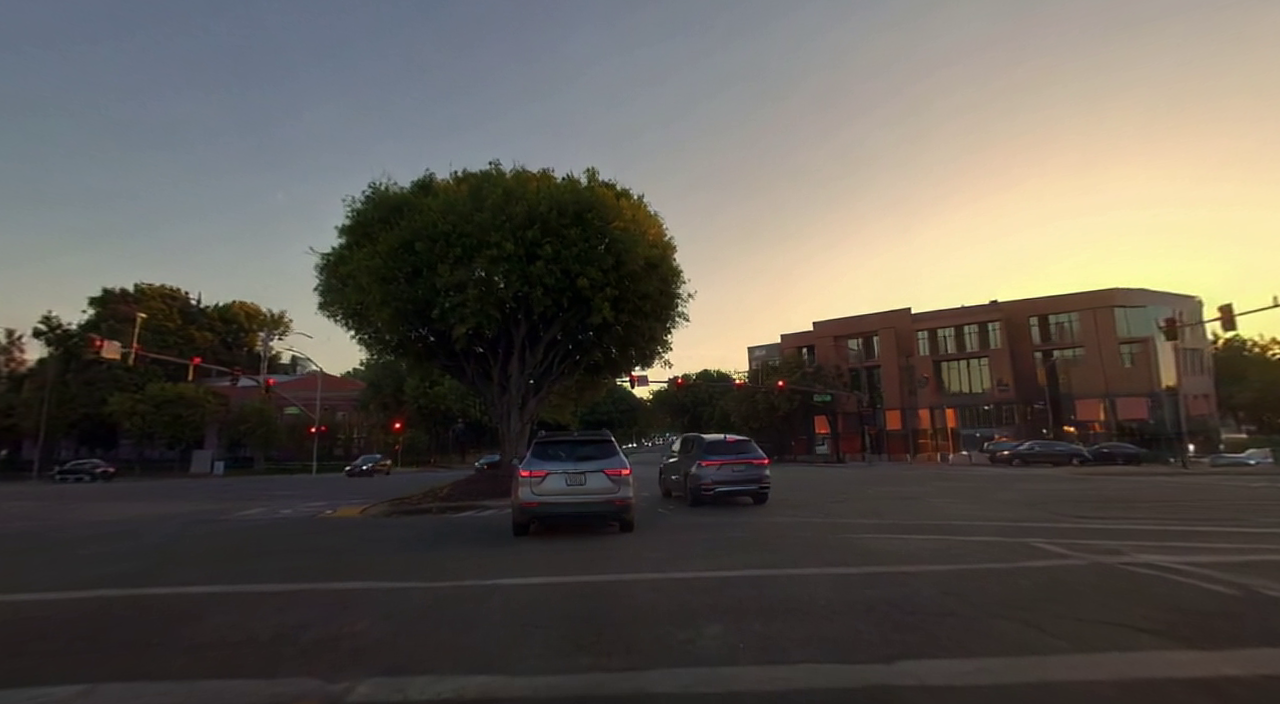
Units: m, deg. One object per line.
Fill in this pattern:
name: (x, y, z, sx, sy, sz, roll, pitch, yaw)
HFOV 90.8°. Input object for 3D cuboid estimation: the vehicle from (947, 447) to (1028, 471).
vehicle: (25.051, 7.697, 45.601, 4.587, 1.634, 2.078, 0, -9, 0)

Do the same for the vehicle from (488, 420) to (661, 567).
vehicle: (-1.043, 1.979, 9.624, 2.039, 1.698, 4.144, 1, -9, -8)

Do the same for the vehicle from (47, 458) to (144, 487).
vehicle: (-33.946, 7.484, 39.411, 4.318, 1.712, 2.188, -2, -9, 10)

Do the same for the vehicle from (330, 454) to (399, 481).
vehicle: (-17.614, 7.378, 40.441, 3.771, 1.593, 1.789, -3, -9, 20)

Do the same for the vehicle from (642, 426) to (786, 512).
vehicle: (1.617, 2.821, 15.766, 2.228, 1.798, 4.370, 2, -9, -12)

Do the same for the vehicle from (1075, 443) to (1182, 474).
vehicle: (27.524, 6.005, 35.697, 4.322, 1.595, 1.752, -3, -9, 9)

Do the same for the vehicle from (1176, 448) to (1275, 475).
vehicle: (35.951, 6.714, 38.850, 4.446, 1.530, 1.728, 0, -7, -2)

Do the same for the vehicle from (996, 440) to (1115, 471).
vehicle: (26.060, 6.511, 39.801, 5.895, 1.921, 2.150, 0, -9, 1)
